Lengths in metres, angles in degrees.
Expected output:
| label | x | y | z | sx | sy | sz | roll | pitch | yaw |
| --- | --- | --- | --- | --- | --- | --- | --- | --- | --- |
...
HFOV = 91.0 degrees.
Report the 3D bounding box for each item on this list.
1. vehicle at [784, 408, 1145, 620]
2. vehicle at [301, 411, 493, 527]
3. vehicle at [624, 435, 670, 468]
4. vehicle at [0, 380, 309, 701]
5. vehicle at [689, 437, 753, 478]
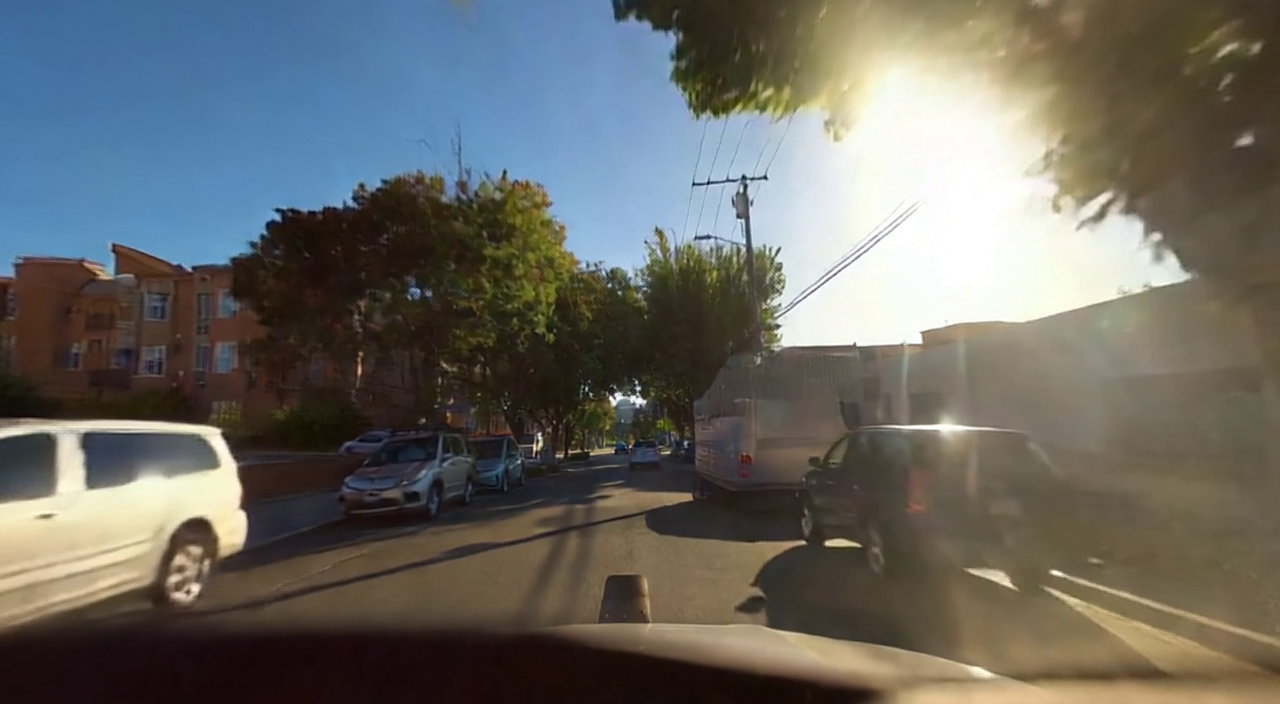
| label | x | y | z | sx | sy | sz | roll | pitch | yaw |
| --- | --- | --- | --- | --- | --- | --- | --- | --- | --- |
| vehicle | 3.037 | 1.567 | 7.096 | 1.901 | 1.649 | 4.118 | 0 | -8 | 1 |
| vehicle | -4.597 | 2.167 | 12.754 | 2.022 | 1.721 | 4.355 | 1 | -3 | 2 |
| vehicle | 0.370 | 4.809 | 30.652 | 2.095 | 1.510 | 3.605 | 0 | -8 | 1 |
| vehicle | -4.279 | 1.032 | 4.179 | 1.951 | 1.662 | 4.046 | 1 | -4 | 0 |
| vehicle | 3.219 | 4.267 | 25.852 | 2.086 | 1.498 | 4.280 | 0 | -8 | 0 |
